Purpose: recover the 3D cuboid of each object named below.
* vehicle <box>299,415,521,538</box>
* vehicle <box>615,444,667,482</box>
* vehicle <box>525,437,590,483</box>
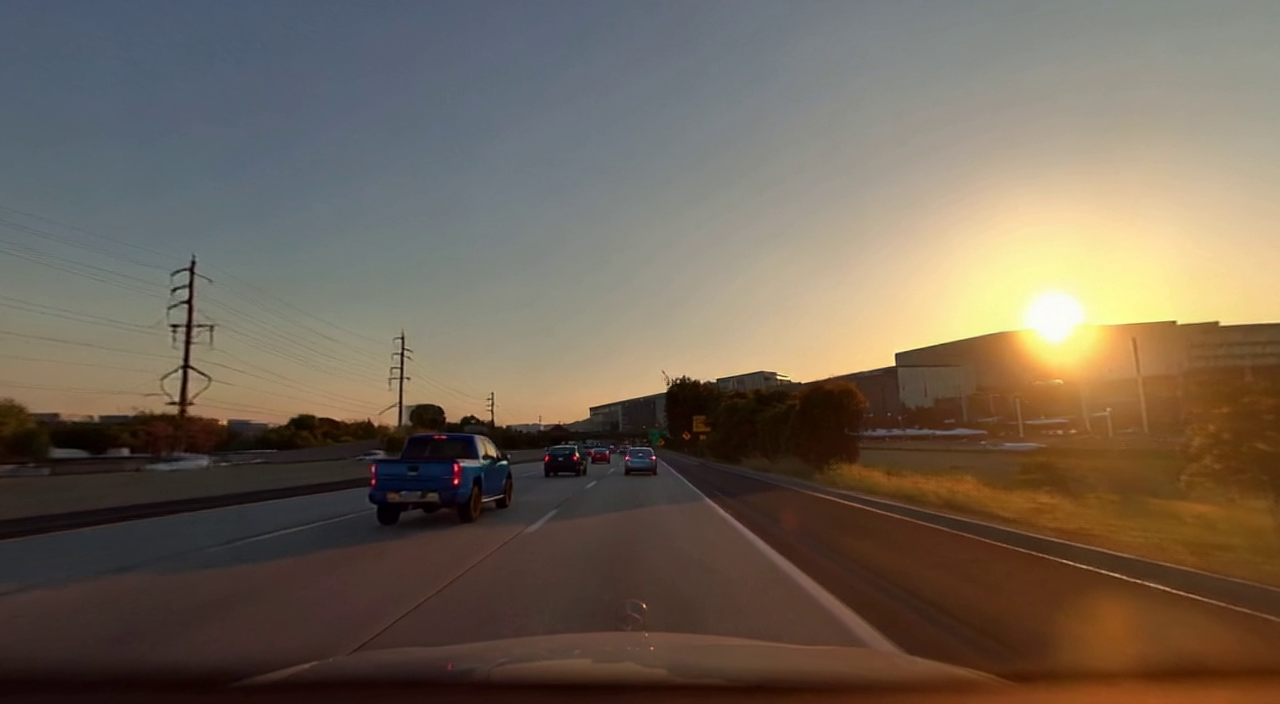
[{"bbox_3d":[-3.993,2.283,12.268,2.198,1.848,5.346,-1,-8,1],"label":"vehicle"},{"bbox_3d":[0.007,4.708,27.036,2.047,1.473,3.978,0,-8,-1],"label":"vehicle"},{"bbox_3d":[-3.479,4.649,27.458,2.133,1.789,4.518,-1,-8,1],"label":"vehicle"}]
